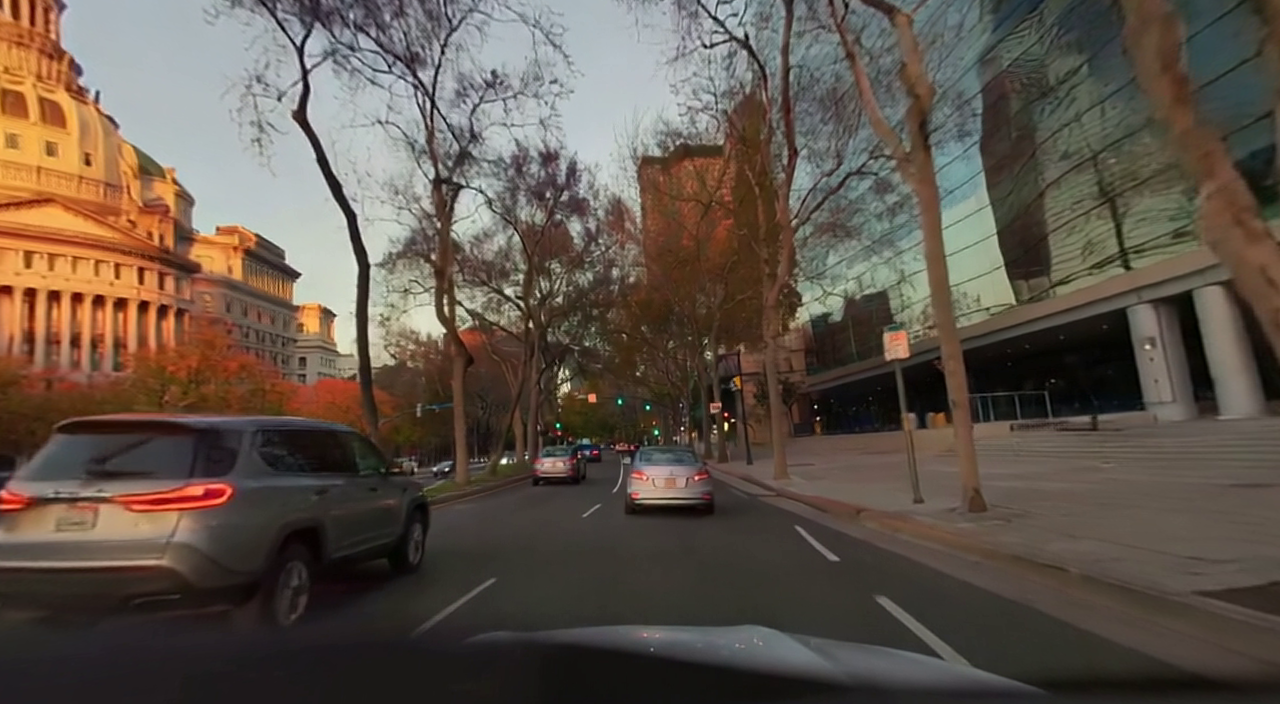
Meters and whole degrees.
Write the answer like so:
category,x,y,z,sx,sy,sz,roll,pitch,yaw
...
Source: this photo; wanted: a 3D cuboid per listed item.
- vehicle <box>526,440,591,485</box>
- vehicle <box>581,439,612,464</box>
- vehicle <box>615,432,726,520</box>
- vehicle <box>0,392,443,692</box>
category,x,y,z,sx,sy,sz,roll,pitch,yaw
vehicle,-3.009,4.166,24.074,1.961,1.517,4.202,0,-9,-1
vehicle,-3.179,7.354,46.785,1.969,1.764,4.160,0,-9,0
vehicle,0.482,2.444,12.905,1.933,1.504,3.802,0,-9,-1
vehicle,-3.238,1.326,5.404,1.848,1.641,3.686,0,-9,1
